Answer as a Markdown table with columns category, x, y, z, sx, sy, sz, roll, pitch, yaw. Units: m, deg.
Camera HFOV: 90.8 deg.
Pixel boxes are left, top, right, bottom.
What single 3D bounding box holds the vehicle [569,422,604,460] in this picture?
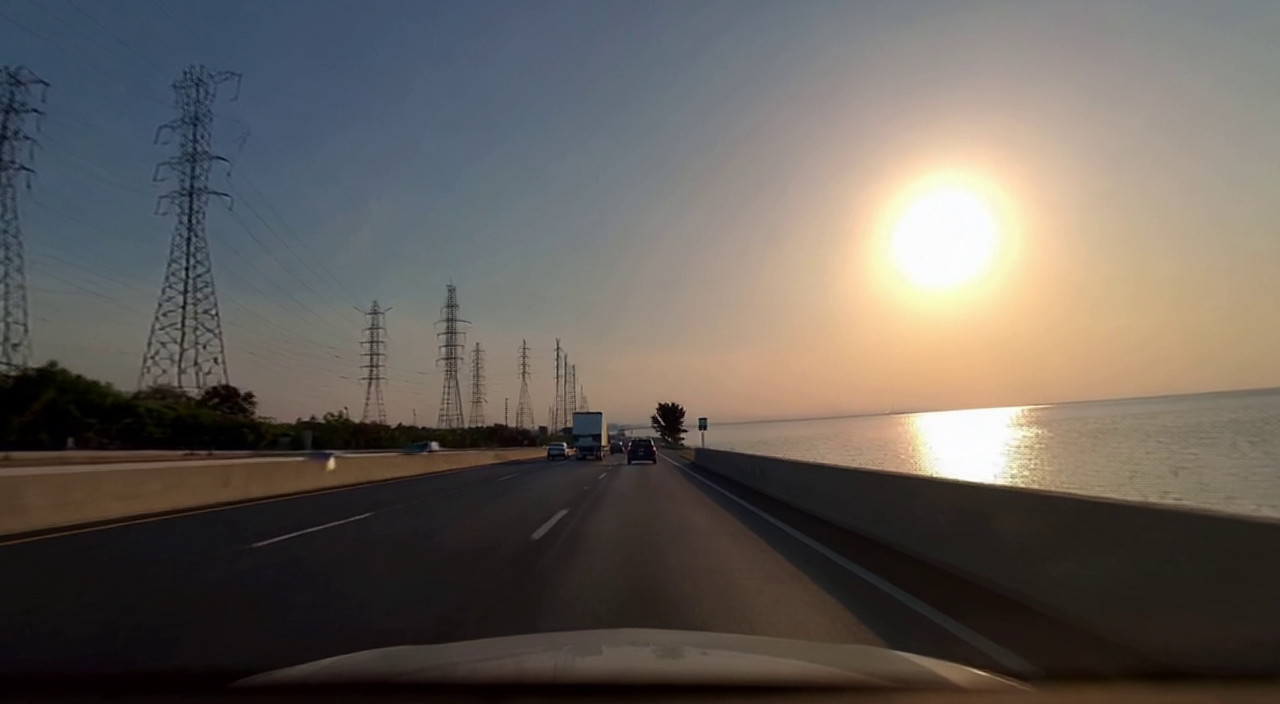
| category | x | y | z | sx | sy | sz | roll | pitch | yaw |
| --- | --- | --- | --- | --- | --- | --- | --- | --- | --- |
| vehicle | -3.640 | 6.139 | 43.442 | 2.178 | 2.522 | 2.054 | 0 | -8 | 1 |

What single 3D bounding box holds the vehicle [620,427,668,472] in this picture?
| category | x | y | z | sx | sy | sz | roll | pitch | yaw |
| --- | --- | --- | --- | --- | --- | --- | --- | --- | --- |
| vehicle | 0.214 | 5.150 | 33.486 | 2.358 | 2.144 | 4.713 | 0 | -8 | 0 |

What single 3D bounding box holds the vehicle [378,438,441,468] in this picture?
| category | x | y | z | sx | sy | sz | roll | pitch | yaw |
| --- | --- | --- | --- | --- | --- | --- | --- | --- | --- |
| vehicle | -14.005 | 6.166 | 38.683 | 2.074 | 1.658 | 4.900 | 0 | -8 | -1 |
